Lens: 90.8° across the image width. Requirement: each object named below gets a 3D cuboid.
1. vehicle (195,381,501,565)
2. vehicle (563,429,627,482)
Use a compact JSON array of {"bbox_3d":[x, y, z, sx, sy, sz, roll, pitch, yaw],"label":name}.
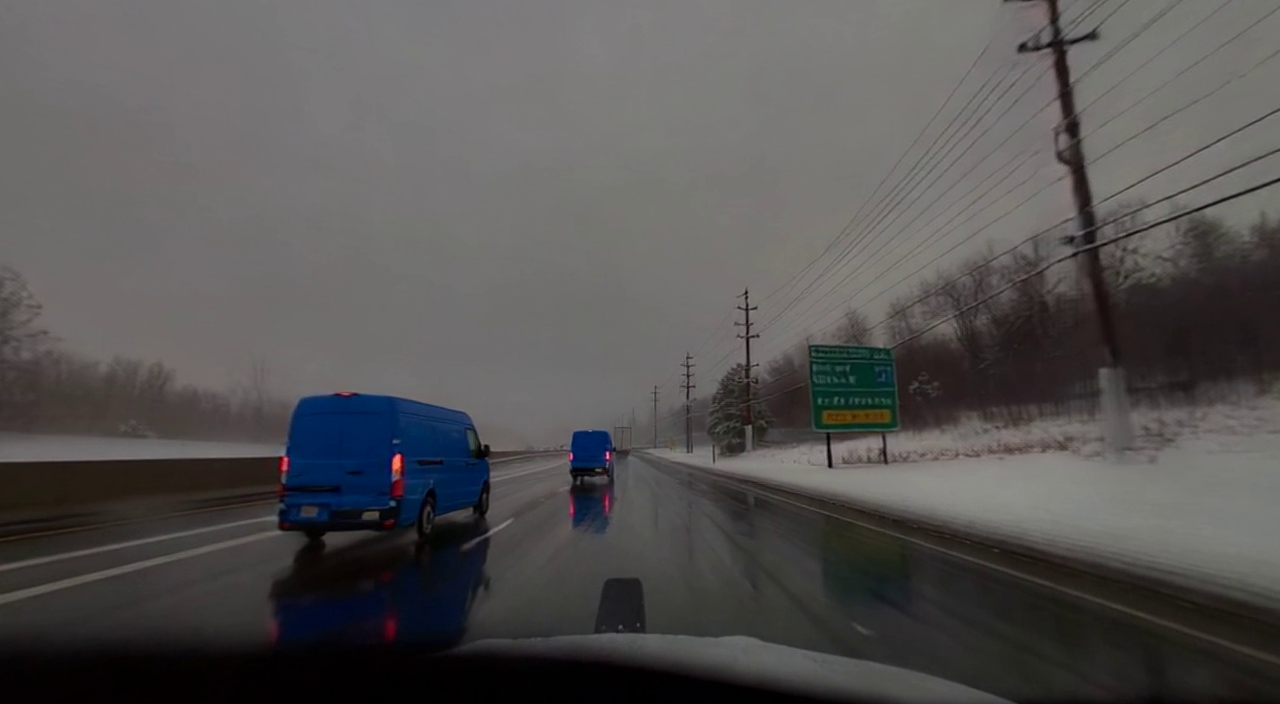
[{"bbox_3d":[-3.767,1.712,9.487,2.145,2.010,4.980,0,-9,0],"label":"vehicle"},{"bbox_3d":[-1.748,4.341,26.582,2.197,2.011,5.130,0,-9,1],"label":"vehicle"}]
